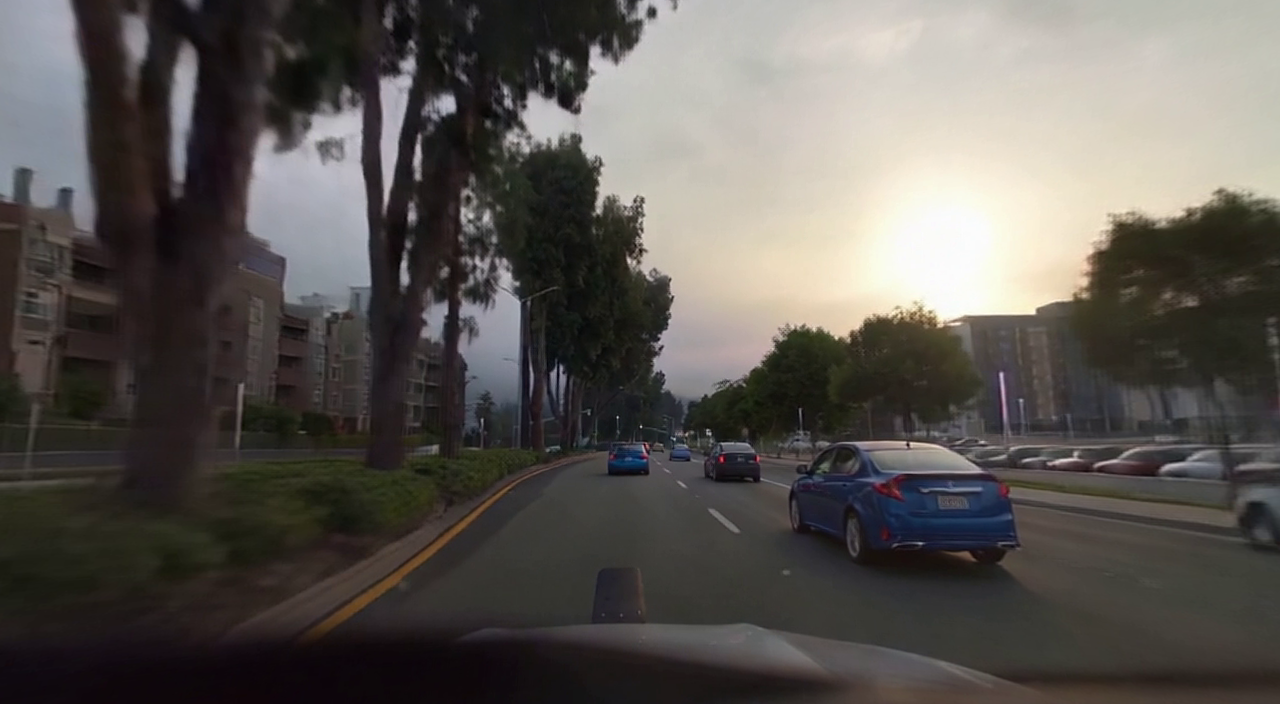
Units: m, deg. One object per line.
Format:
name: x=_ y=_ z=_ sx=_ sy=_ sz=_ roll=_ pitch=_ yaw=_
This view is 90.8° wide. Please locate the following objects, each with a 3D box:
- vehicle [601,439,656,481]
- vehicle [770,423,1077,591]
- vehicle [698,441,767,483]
vehicle: x=-0.421 y=4.187 z=24.727 sx=1.994 sy=1.479 sz=3.647 roll=0 pitch=-9 yaw=-1
vehicle: x=2.979 y=1.695 z=7.695 sx=1.852 sy=1.498 sz=3.825 roll=0 pitch=-9 yaw=-2
vehicle: x=3.422 y=4.180 z=24.233 sx=1.908 sy=1.453 sz=4.230 roll=0 pitch=-9 yaw=-1
